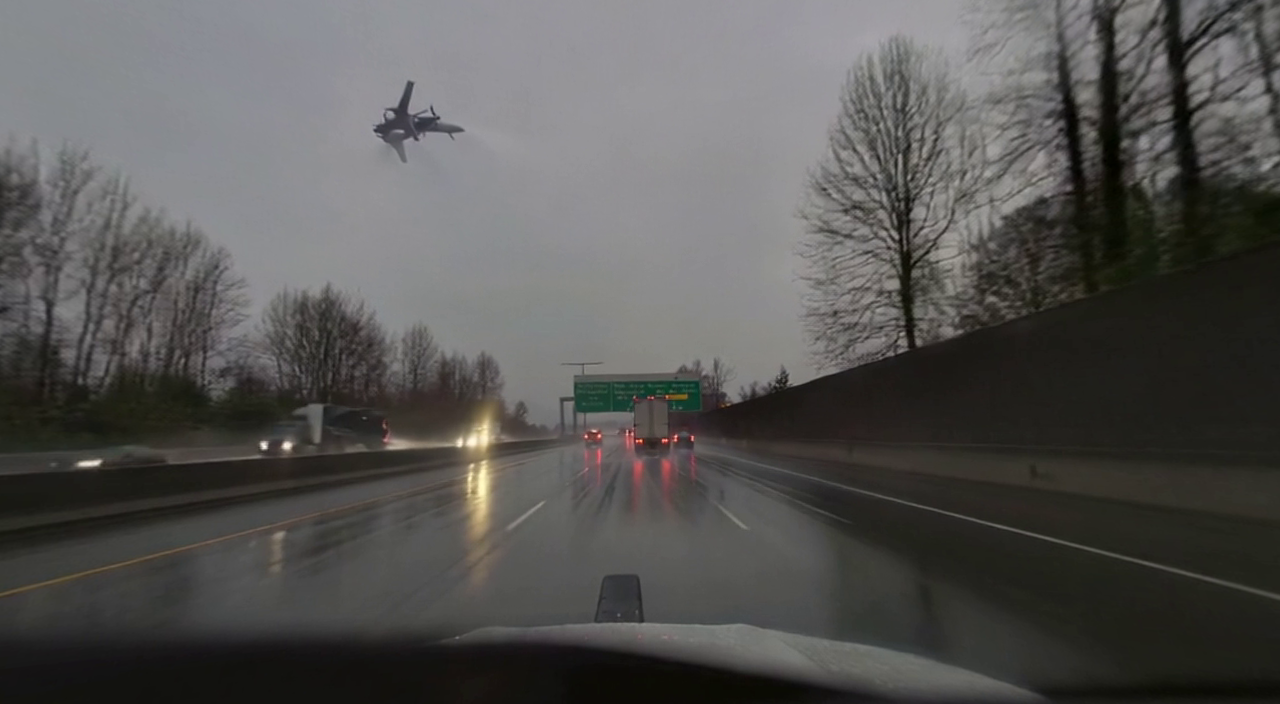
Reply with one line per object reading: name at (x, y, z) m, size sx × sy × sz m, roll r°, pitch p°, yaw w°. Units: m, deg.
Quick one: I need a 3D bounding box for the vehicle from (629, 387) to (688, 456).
vehicle at (0.913, 5.106, 44.543) m, size 2.965 × 3.972 × 16.689 m, roll 0°, pitch -8°, yaw -3°

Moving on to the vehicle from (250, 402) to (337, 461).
vehicle at (-25.974, 6.031, 47.512) m, size 2.950 × 4.128 × 6.211 m, roll 0°, pitch -7°, yaw 0°

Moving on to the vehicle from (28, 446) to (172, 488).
vehicle at (-22.001, 4.661, 25.916) m, size 1.849 × 1.473 × 4.642 m, roll 0°, pitch -7°, yaw 0°
